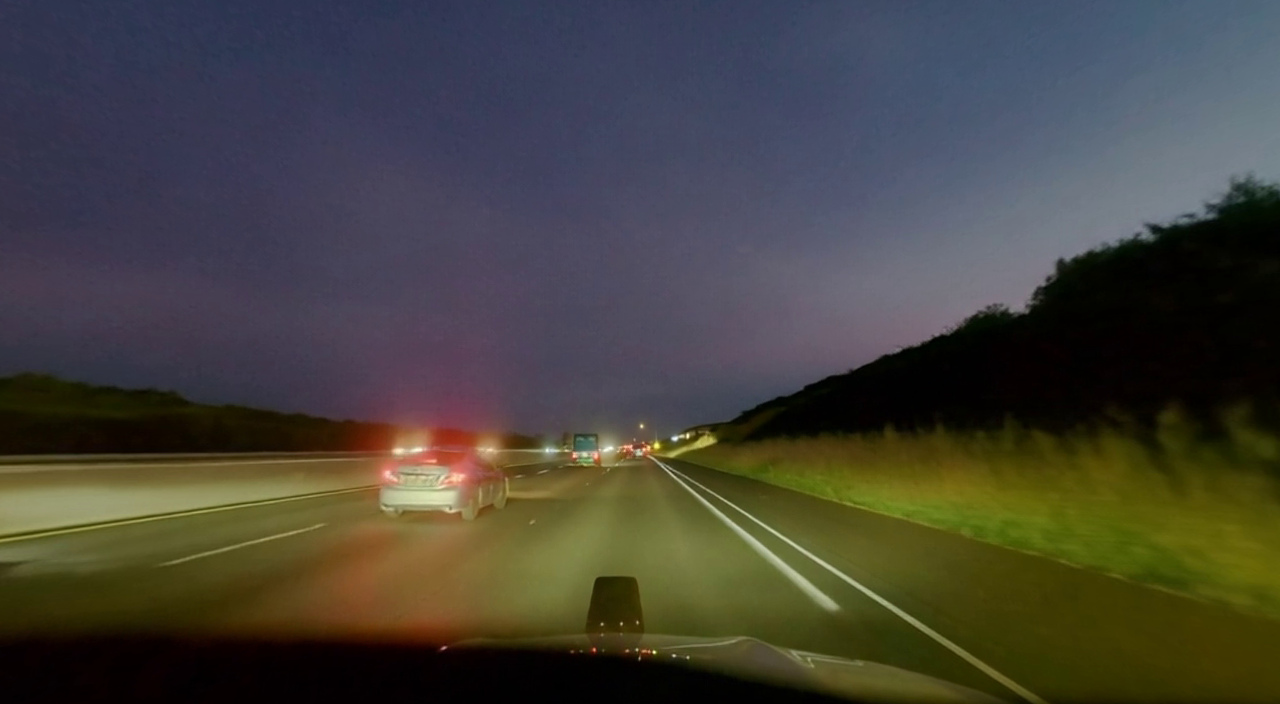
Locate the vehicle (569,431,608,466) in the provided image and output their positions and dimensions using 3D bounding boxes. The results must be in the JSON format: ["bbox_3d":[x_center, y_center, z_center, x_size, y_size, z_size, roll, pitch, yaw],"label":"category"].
[{"bbox_3d":[-3.722,7.147,46.632,2.290,2.453,5.561,0,-9,1],"label":"vehicle"}]

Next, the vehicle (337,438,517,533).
[{"bbox_3d":[-3.652,2.351,11.676,1.924,1.436,3.915,0,-9,0],"label":"vehicle"}]
